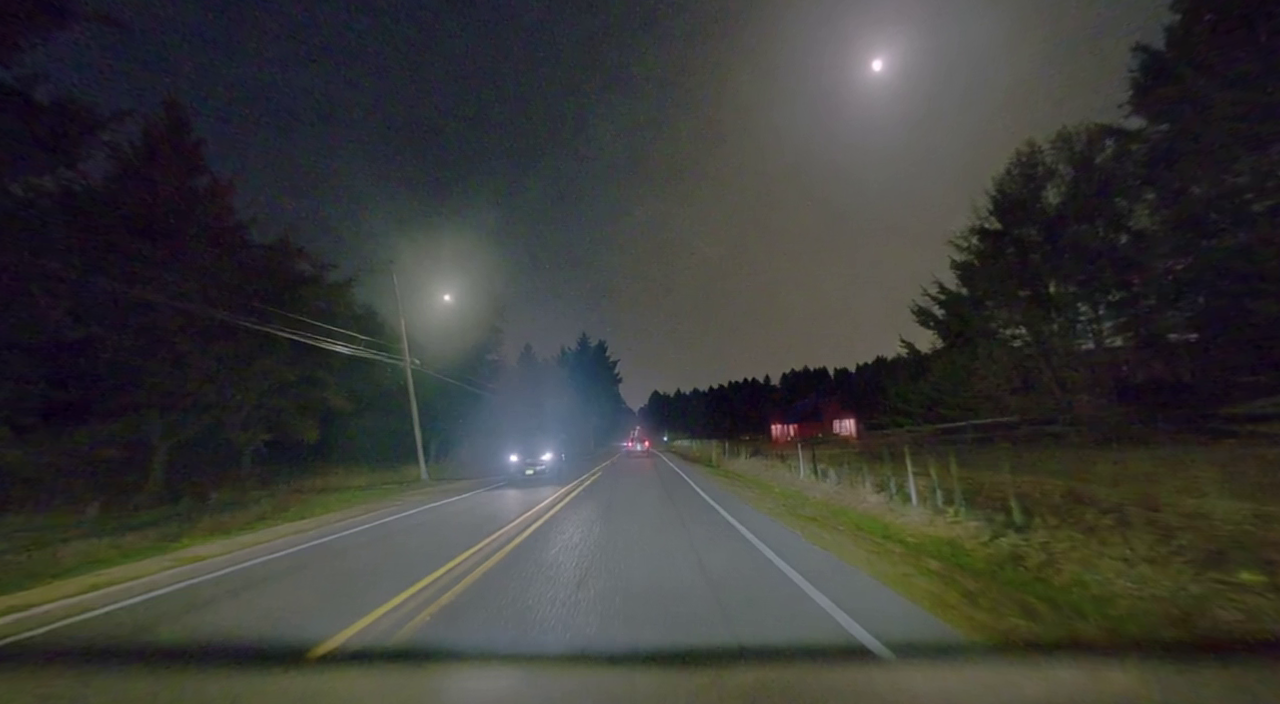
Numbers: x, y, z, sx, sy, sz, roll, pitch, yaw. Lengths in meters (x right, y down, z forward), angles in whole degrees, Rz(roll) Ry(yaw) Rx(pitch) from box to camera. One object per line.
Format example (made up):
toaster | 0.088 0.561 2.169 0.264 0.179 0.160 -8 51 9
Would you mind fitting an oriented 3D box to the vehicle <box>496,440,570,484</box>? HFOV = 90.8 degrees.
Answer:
vehicle | -4.021 4.211 24.499 2.093 1.563 4.142 0 -8 1
